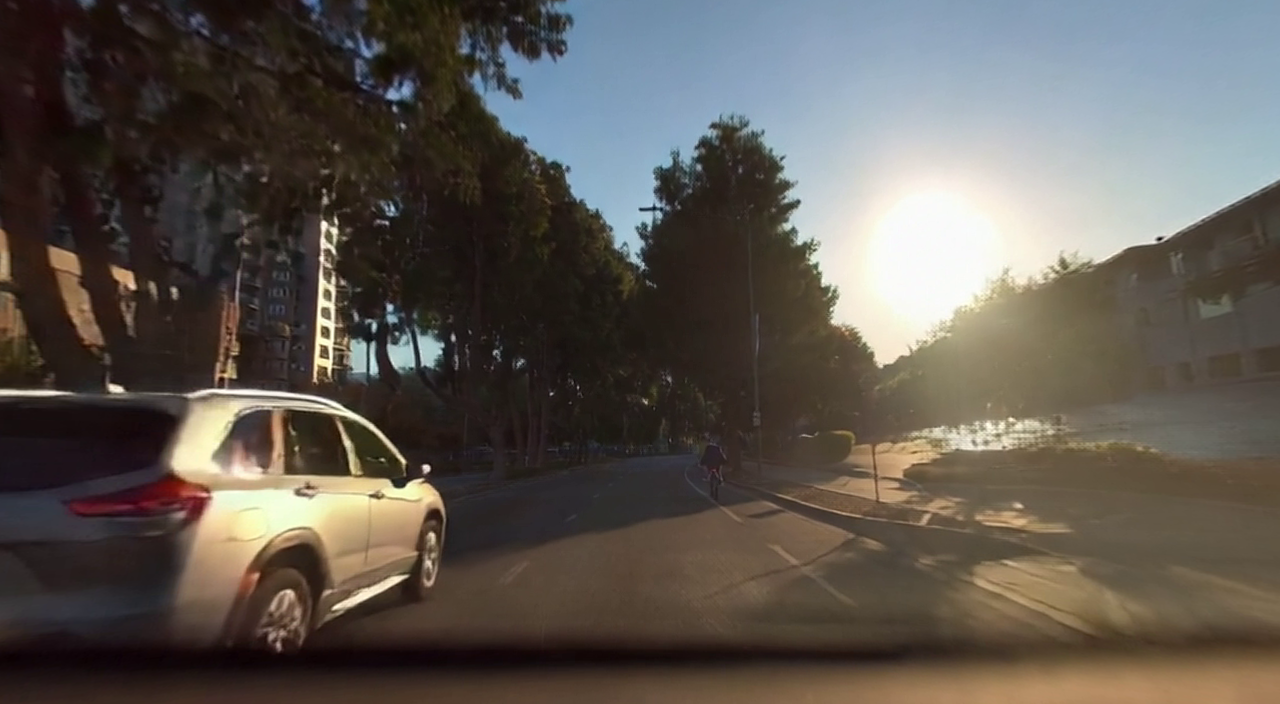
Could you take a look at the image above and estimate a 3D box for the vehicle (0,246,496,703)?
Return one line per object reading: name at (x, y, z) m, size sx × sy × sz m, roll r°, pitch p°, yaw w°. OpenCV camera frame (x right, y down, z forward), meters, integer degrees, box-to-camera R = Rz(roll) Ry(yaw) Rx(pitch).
vehicle at (-2.779, 1.025, 4.245) m, size 2.294 × 1.859 × 5.127 m, roll -1°, pitch -9°, yaw 1°
